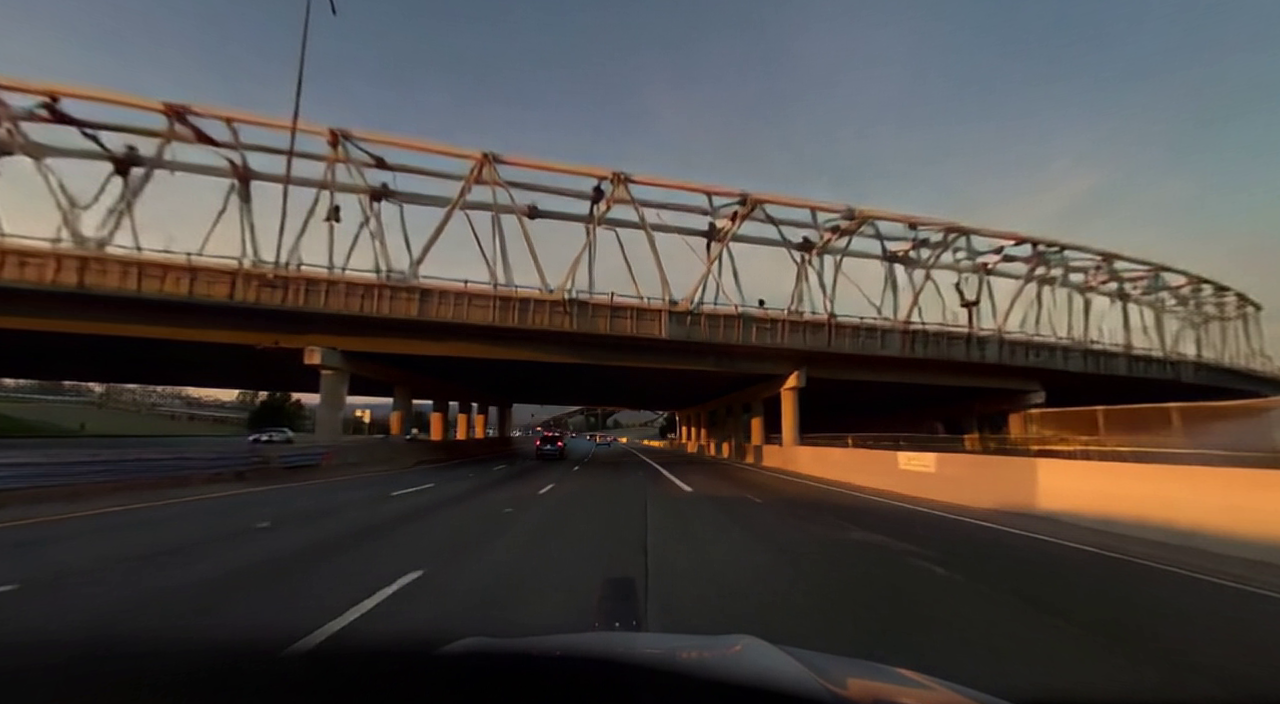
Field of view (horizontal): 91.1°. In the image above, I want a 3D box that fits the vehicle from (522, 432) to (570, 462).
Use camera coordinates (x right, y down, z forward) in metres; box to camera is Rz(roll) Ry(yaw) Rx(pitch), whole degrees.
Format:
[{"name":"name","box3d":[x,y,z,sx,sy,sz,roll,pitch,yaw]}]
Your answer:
[{"name":"vehicle","box3d":[-5.321,5.461,36.291,2.123,1.601,4.887,0,-8,-2]}]
